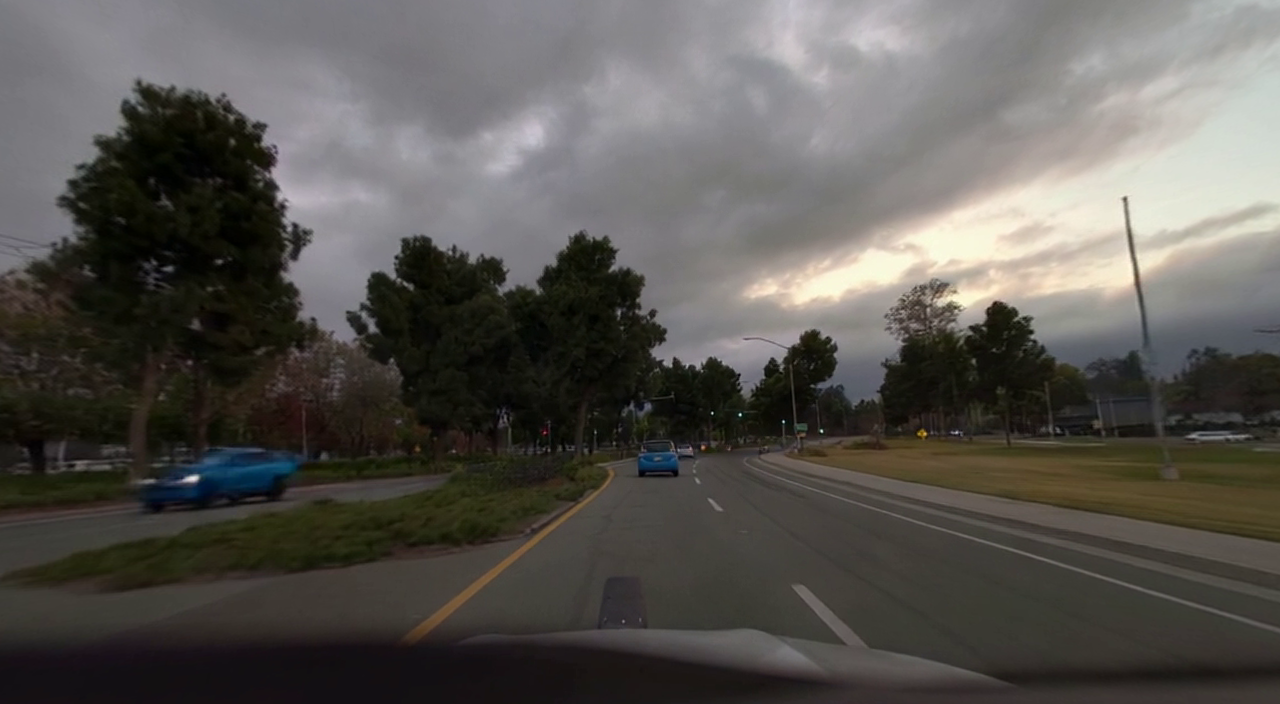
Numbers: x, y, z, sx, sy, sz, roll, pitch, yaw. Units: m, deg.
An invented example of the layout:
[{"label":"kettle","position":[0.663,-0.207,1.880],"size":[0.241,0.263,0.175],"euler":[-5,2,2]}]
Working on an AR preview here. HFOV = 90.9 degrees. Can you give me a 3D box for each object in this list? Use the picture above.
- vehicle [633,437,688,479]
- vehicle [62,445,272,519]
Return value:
[{"label":"vehicle","position":[0.877,4.183,25.115],"size":[2.010,1.535,3.735],"euler":[-1,-8,4]},{"label":"vehicle","position":[-11.439,3.114,15.736],"size":[1.828,1.480,4.242],"euler":[0,-8,2]}]
